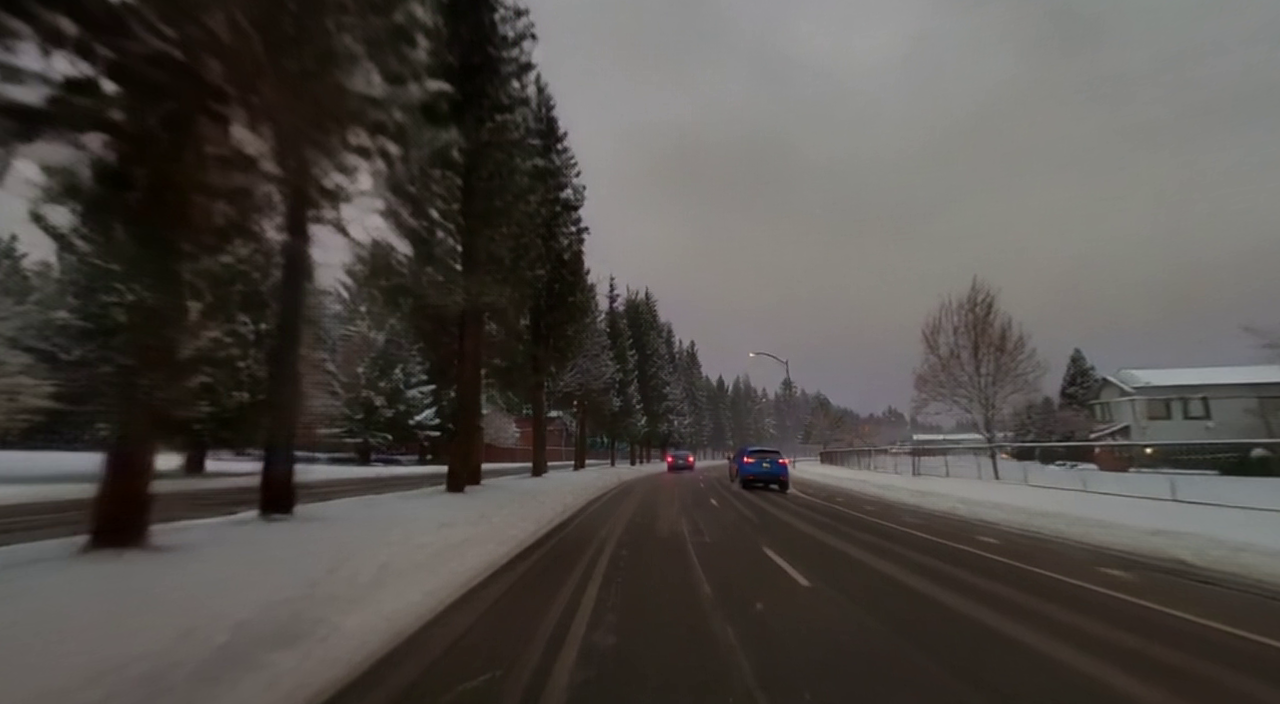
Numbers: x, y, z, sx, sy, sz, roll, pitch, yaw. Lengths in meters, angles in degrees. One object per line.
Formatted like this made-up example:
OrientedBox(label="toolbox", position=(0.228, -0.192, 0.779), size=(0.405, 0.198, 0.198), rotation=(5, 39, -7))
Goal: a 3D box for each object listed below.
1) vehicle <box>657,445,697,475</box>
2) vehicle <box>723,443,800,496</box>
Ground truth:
OrientedBox(label="vehicle", position=(2.454, 6.946, 40.752), size=(2.251, 1.822, 4.391), rotation=(-1, -9, 8))
OrientedBox(label="vehicle", position=(4.138, 4.039, 22.114), size=(1.971, 1.663, 4.287), rotation=(0, -8, 2))
